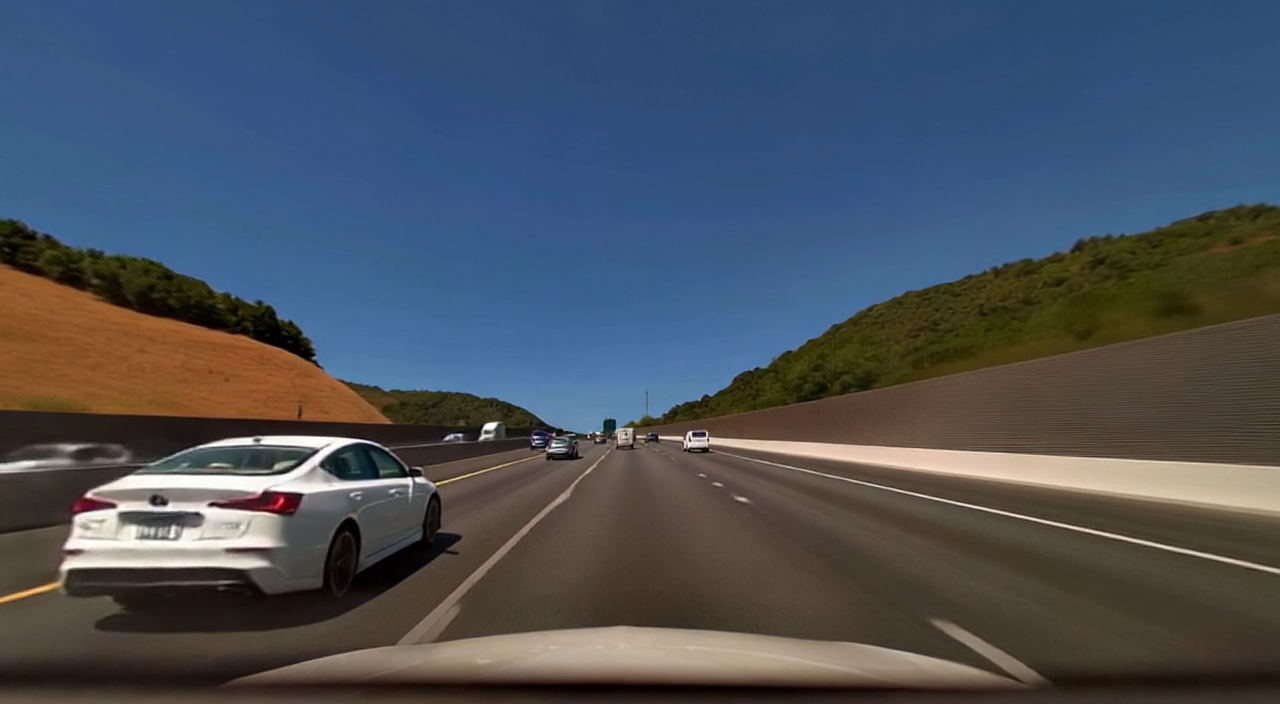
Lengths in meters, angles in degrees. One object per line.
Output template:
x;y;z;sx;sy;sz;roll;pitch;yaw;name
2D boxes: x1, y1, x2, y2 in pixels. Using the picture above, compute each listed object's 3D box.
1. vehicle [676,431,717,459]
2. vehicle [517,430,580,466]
3.100;5.169;35.100;1.806;1.469;3.681;0;-8;-2;vehicle
-4.018;4.272;28.316;2.204;1.486;4.121;0;-8;0;vehicle
